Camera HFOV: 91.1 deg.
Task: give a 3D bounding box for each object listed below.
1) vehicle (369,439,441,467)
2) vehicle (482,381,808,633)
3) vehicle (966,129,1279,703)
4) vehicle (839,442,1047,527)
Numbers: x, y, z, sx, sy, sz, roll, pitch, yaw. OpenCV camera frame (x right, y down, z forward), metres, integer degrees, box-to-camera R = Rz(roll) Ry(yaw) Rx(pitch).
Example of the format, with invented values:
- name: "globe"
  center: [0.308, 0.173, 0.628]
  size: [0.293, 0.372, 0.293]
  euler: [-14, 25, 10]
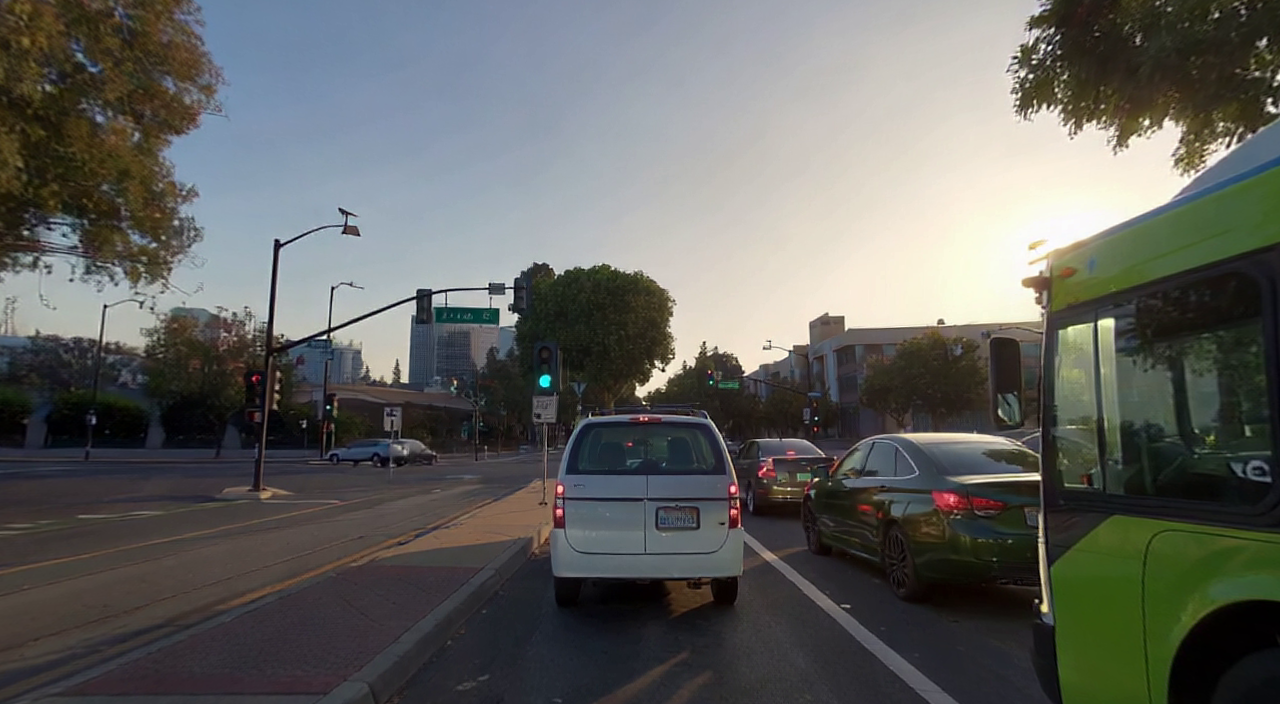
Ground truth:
- name: "vehicle"
  center: [-15.339, 6.548, 40.945]
  size: [4.097, 1.720, 1.924]
  euler: [5, -10, -29]
- name: "vehicle"
  center: [0.011, 1.476, 6.996]
  size: [2.381, 1.842, 4.603]
  euler: [0, -8, -1]
- name: "vehicle"
  center: [2.612, 0.319, 0.415]
  size: [2.037, 2.065, 5.037]
  euler: [0, -8, 0]
- name: "vehicle"
  center: [5.979, 2.638, 13.214]
  size: [1.987, 1.457, 4.675]
  euler: [0, -8, -1]
